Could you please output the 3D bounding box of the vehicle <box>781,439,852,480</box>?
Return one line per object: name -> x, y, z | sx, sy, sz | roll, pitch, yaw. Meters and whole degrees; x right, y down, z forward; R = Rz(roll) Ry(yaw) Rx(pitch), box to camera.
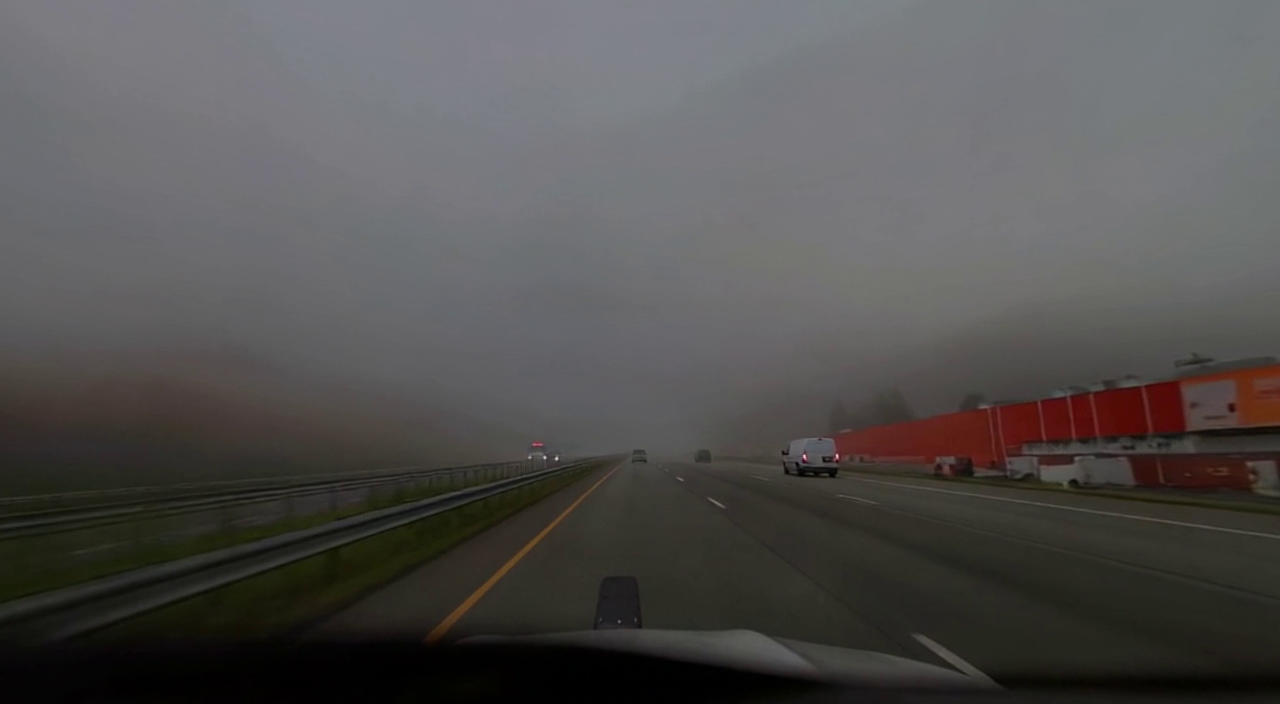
vehicle -> 8.912, 5.483, 32.272 | 2.156, 1.943, 5.010 | 0, -9, 0
